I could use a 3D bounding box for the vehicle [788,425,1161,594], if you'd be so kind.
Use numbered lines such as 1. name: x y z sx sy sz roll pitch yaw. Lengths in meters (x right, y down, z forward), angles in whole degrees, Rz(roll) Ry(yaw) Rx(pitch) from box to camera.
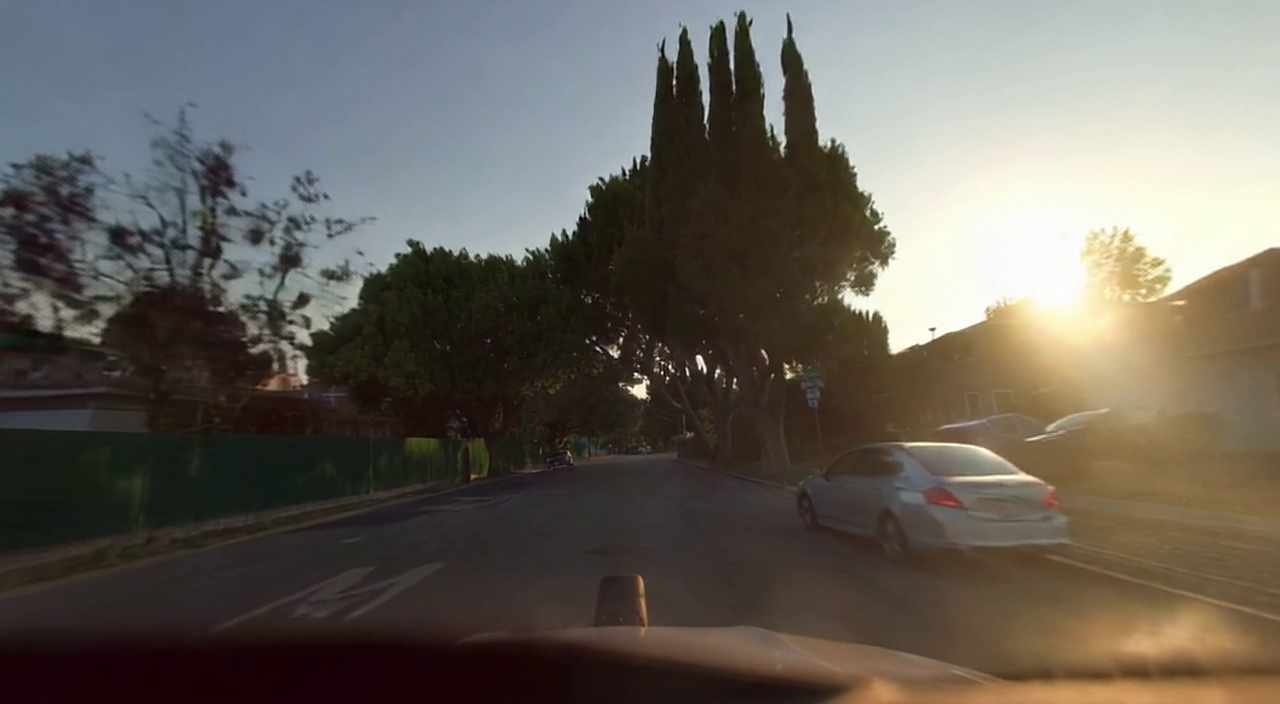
1. vehicle: 3.683 1.818 8.383 2.051 1.524 5.047 0 -8 -2

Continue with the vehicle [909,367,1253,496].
1. vehicle: 9.708 1.832 14.372 5.935 1.911 2.236 -8 -10 -1
